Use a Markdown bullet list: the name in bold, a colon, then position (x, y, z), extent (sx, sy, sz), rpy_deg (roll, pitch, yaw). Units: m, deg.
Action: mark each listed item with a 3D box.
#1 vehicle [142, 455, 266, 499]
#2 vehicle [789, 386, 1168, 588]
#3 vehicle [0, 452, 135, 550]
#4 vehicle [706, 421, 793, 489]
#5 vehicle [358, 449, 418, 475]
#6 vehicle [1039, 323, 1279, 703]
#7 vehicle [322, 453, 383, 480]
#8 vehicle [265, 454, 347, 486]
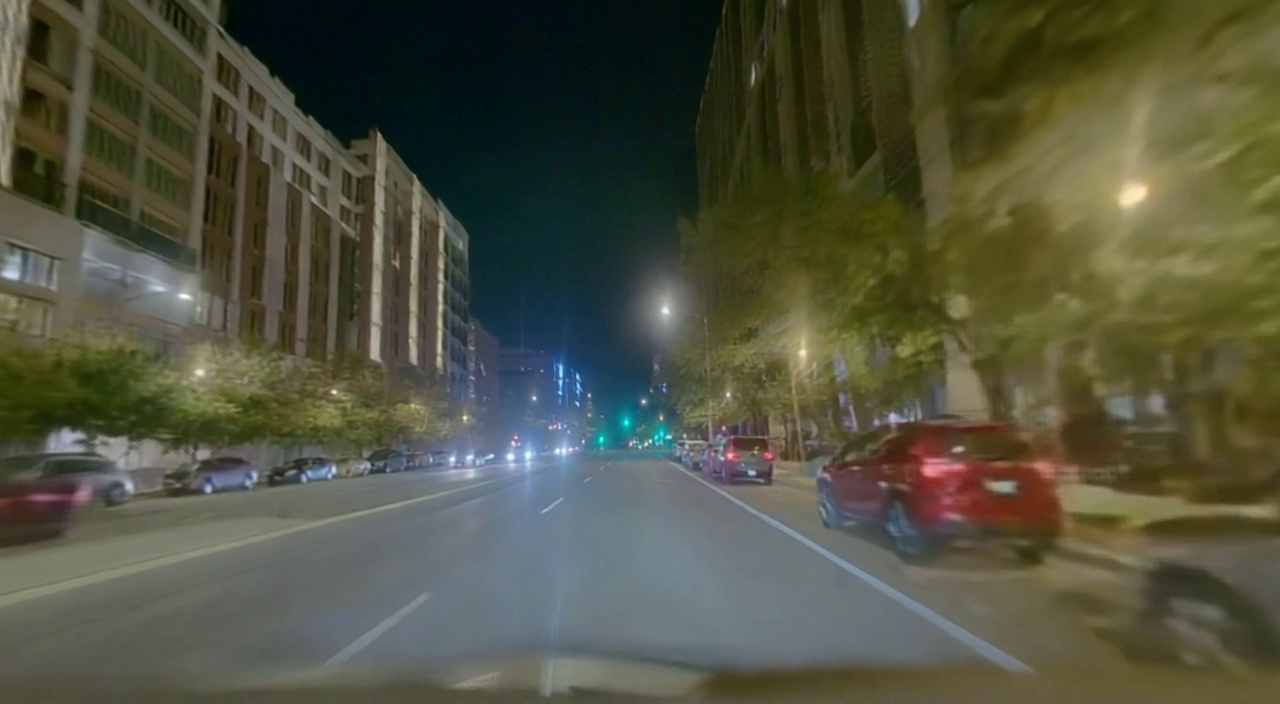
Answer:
- **vehicle**: position (-17.934, 5.133, 26.317), extent (1.826, 1.544, 4.680), rpy_deg (0, -8, 0)
- **vehicle**: position (3.532, 1.523, 7.992), extent (2.012, 1.748, 4.849), rpy_deg (0, -8, -1)
- **vehicle**: position (-11.176, 2.424, 10.334), extent (1.982, 1.515, 4.648), rpy_deg (0, -8, 0)
- **vehicle**: position (3.375, 3.288, 20.417), extent (1.935, 1.920, 4.397), rpy_deg (0, -8, -1)
- **vehicle**: position (-18.118, 7.908, 45.724), extent (2.037, 1.694, 5.511), rpy_deg (0, -8, 0)
- **vehicle**: position (3.528, 0.641, 1.579), extent (1.975, 1.762, 4.607), rpy_deg (0, -8, -1)
- **vehicle**: position (-17.909, 7.127, 39.618), extent (1.780, 1.463, 4.573), rpy_deg (0, -8, -2)
- **vehicle**: position (-17.894, 6.331, 34.100), extent (1.932, 1.510, 4.685), rpy_deg (0, -8, -1)
